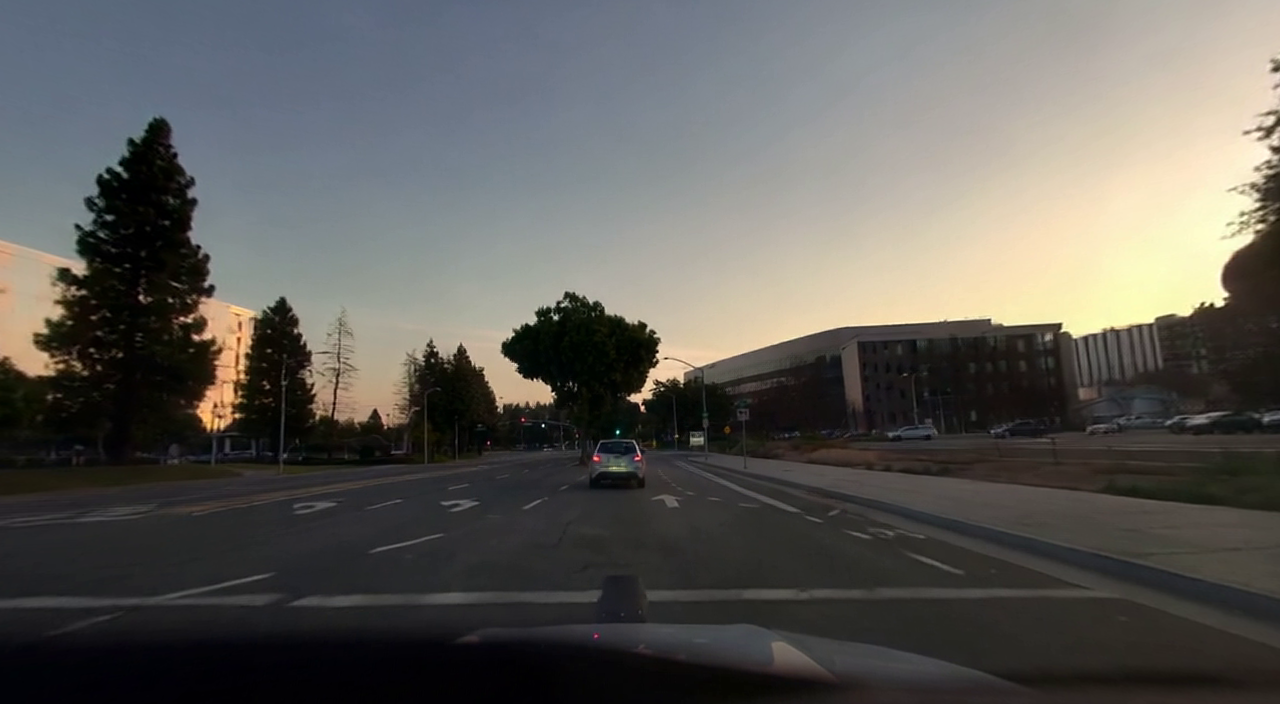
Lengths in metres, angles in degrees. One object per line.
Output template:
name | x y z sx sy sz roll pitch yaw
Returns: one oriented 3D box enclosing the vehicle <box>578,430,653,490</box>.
vehicle | -0.723 3.408 20.246 2.130 1.711 4.038 0 -9 0
